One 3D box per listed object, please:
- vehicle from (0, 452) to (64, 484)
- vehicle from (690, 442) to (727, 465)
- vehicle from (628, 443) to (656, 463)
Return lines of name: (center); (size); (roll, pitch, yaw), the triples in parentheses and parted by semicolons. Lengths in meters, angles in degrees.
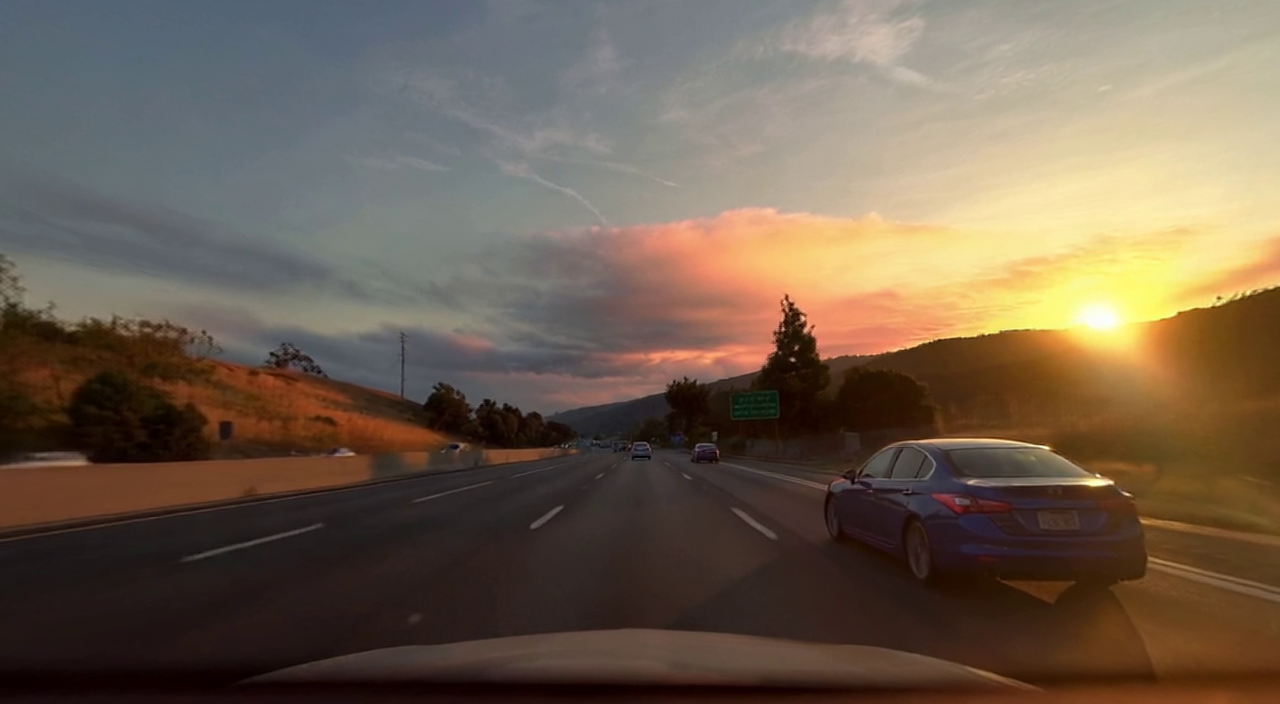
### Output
vehicle: (-32.903, 5.955, 32.363); (1.846, 1.532, 4.728); (0, -8, 1)
vehicle: (4.708, 7.101, 44.005); (2.008, 1.524, 4.598); (0, -8, -1)
vehicle: (0.131, 7.587, 47.326); (2.052, 1.449, 3.857); (0, -8, 0)
